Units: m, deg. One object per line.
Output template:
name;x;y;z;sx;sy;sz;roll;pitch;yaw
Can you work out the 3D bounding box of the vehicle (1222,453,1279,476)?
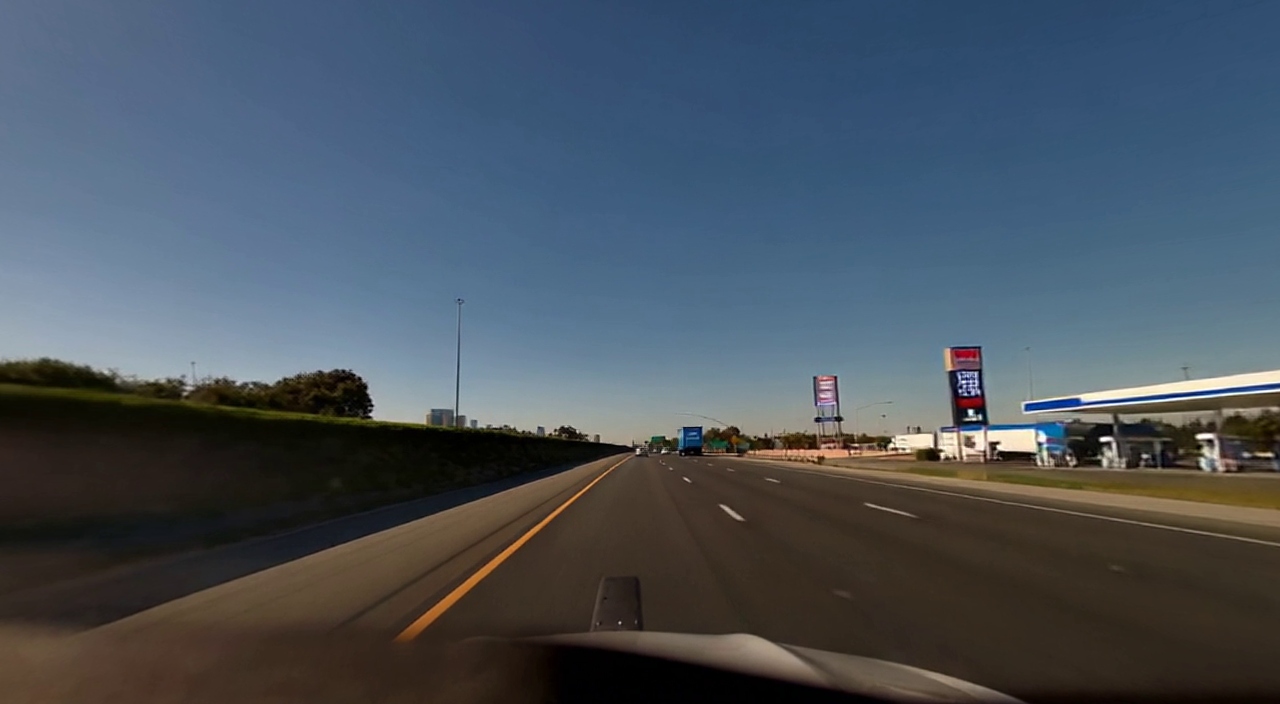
vehicle;43.494;7.740;43.679;1.820;1.466;4.874;0;-8;1
